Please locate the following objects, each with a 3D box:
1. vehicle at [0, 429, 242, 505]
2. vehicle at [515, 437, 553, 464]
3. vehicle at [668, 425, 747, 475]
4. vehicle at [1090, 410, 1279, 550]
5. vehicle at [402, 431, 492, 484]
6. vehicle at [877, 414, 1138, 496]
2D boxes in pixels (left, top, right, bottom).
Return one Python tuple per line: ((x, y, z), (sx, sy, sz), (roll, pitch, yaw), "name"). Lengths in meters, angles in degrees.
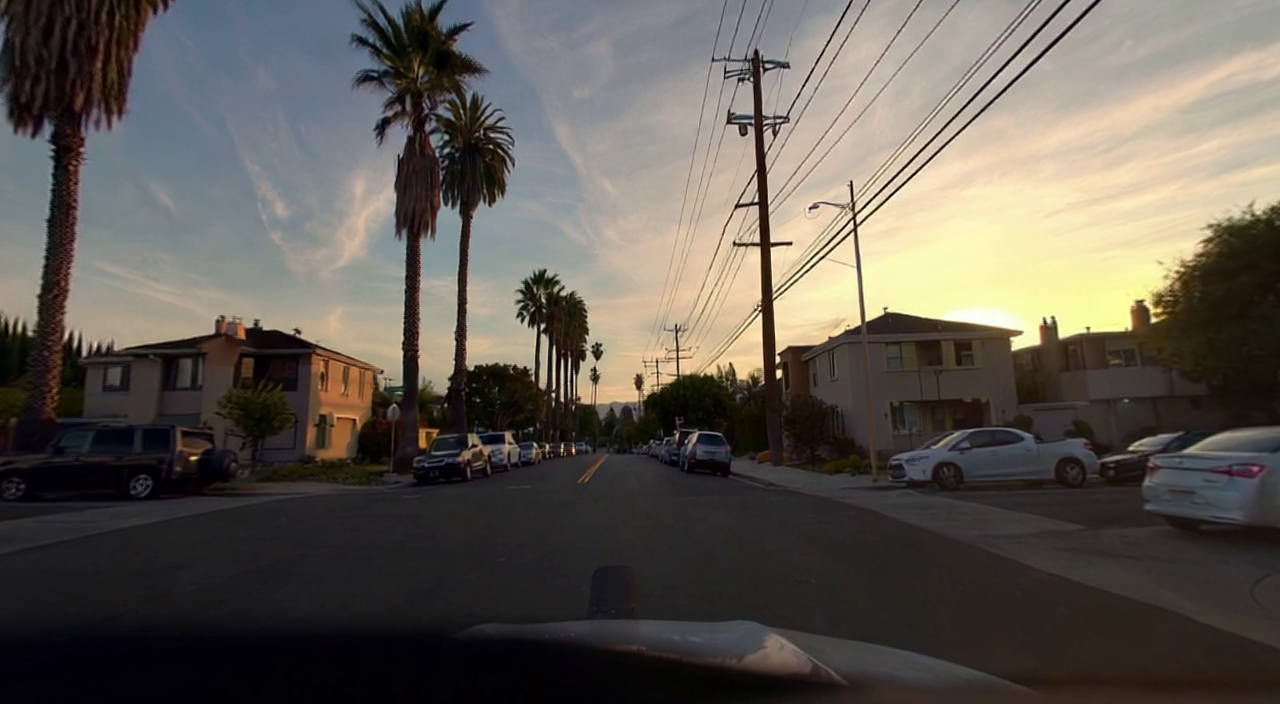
((-14.794, 3.167, 17.528), (5.847, 1.766, 2.392), (-2, -9, -2), "vehicle")
((-7.729, 7.229, 46.616), (2.178, 1.865, 4.658), (0, -9, -2), "vehicle")
((2.700, 4.194, 27.056), (2.505, 1.895, 5.805), (0, -9, -2), "vehicle")
((8.993, 1.671, 8.577), (4.181, 1.638, 2.015), (0, -9, -1), "vehicle")
((-6.953, 3.840, 23.300), (2.198, 1.724, 4.493), (1, -9, -4), "vehicle")
((10.272, 2.909, 18.030), (5.971, 1.967, 2.385), (-1, -9, -5), "vehicle")
